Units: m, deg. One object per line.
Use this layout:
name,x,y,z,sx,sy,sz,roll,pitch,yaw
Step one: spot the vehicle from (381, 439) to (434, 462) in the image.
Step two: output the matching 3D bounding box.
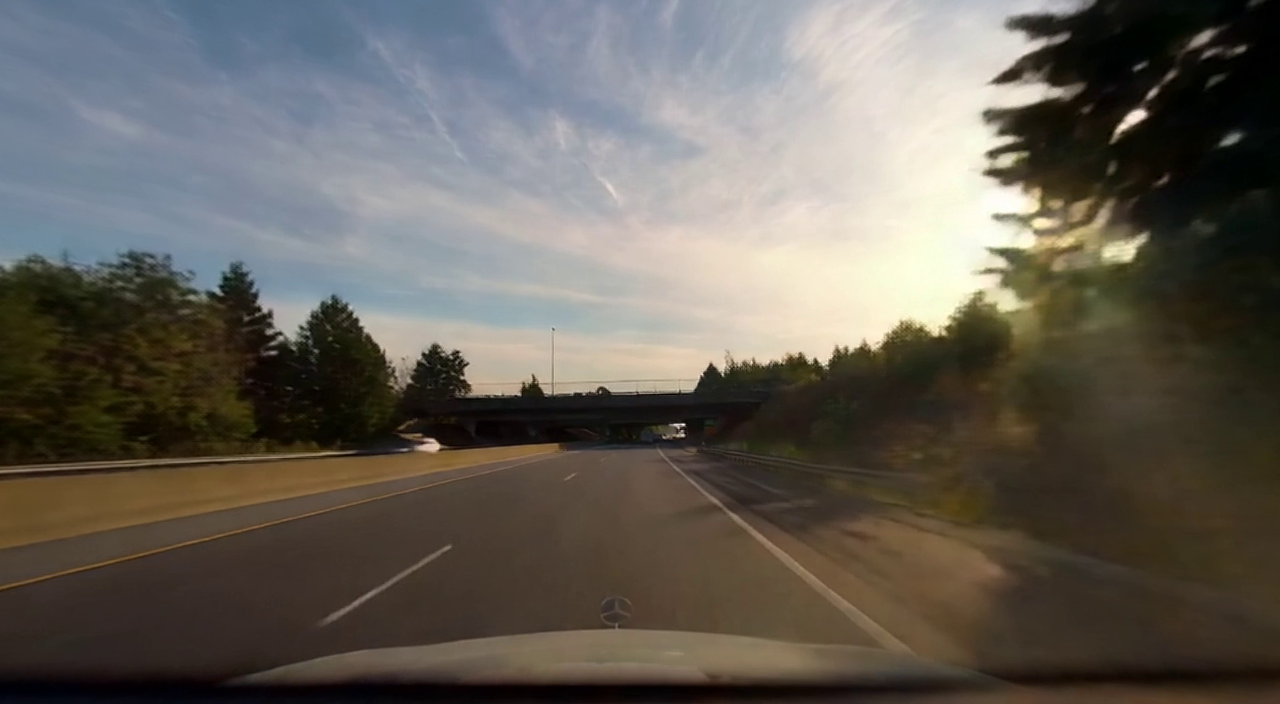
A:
vehicle,-15.913,6.718,43.252,1.838,1.467,4.576,-1,-8,1
